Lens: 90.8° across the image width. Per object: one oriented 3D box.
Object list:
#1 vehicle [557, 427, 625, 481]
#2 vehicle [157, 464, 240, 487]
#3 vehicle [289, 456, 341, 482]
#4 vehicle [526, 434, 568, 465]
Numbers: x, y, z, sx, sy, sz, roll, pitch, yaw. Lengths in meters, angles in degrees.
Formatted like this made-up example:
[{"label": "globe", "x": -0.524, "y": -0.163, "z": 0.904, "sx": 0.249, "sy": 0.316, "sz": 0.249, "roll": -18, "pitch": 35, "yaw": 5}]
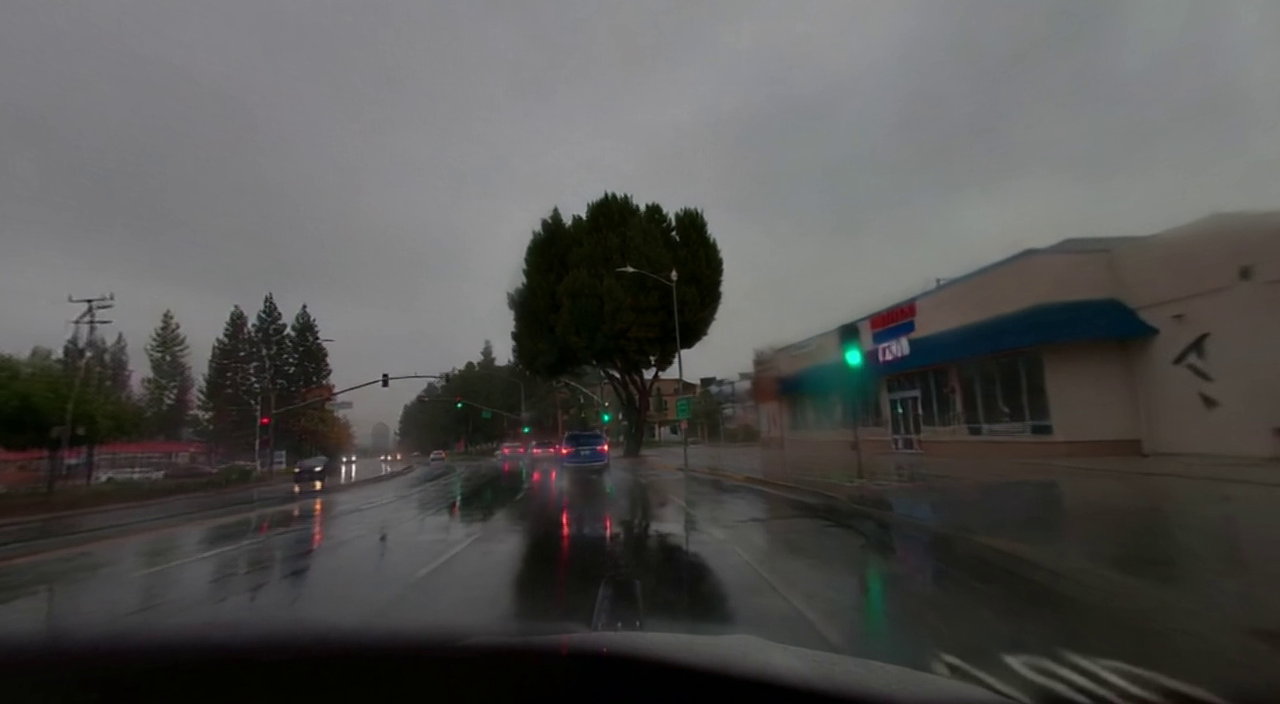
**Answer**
[{"label": "vehicle", "x": -1.856, "y": 3.616, "z": 22.664, "sx": 2.227, "sy": 1.733, "sz": 3.930, "roll": 1, "pitch": -8, "yaw": -7}, {"label": "vehicle", "x": -34.199, "y": 9.605, "z": 49.128, "sx": 4.804, "sy": 1.544, "sz": 2.244, "roll": 3, "pitch": -9, "yaw": -23}, {"label": "vehicle", "x": -21.501, "y": 7.697, "z": 41.970, "sx": 2.071, "sy": 1.506, "sz": 4.604, "roll": 2, "pitch": -9, "yaw": -16}, {"label": "vehicle", "x": -6.337, "y": 6.552, "z": 42.610, "sx": 2.067, "sy": 1.947, "sz": 4.628, "roll": 2, "pitch": -9, "yaw": -18}]
